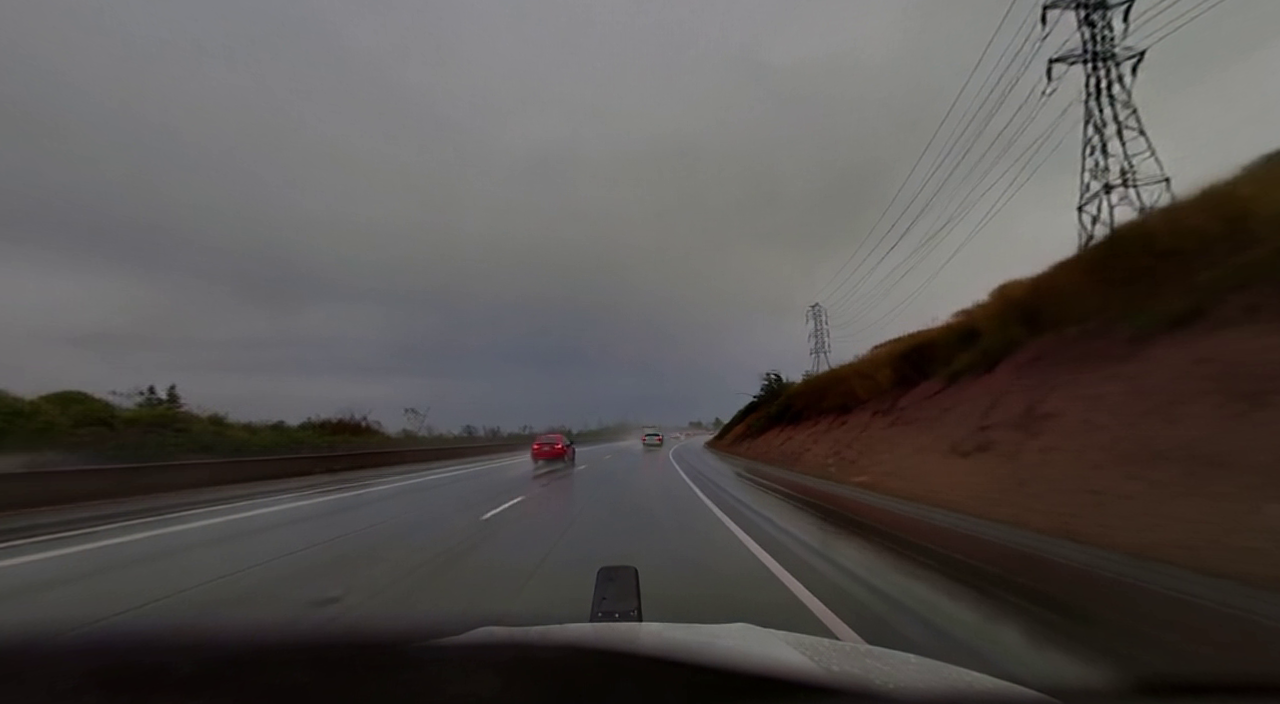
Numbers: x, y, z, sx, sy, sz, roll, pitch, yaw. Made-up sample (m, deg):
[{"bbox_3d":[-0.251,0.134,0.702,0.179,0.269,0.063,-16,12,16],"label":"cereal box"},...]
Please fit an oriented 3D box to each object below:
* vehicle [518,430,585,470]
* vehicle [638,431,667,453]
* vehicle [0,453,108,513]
[{"bbox_3d":[-3.551,4.002,26.005,2.030,1.522,4.250,0,-8,2],"label":"vehicle"},{"bbox_3d":[0.971,6.802,47.573,2.077,1.523,4.206,0,-8,3],"label":"vehicle"},{"bbox_3d":[-18.519,3.789,18.350,1.912,1.514,4.589,0,-8,0],"label":"vehicle"}]
